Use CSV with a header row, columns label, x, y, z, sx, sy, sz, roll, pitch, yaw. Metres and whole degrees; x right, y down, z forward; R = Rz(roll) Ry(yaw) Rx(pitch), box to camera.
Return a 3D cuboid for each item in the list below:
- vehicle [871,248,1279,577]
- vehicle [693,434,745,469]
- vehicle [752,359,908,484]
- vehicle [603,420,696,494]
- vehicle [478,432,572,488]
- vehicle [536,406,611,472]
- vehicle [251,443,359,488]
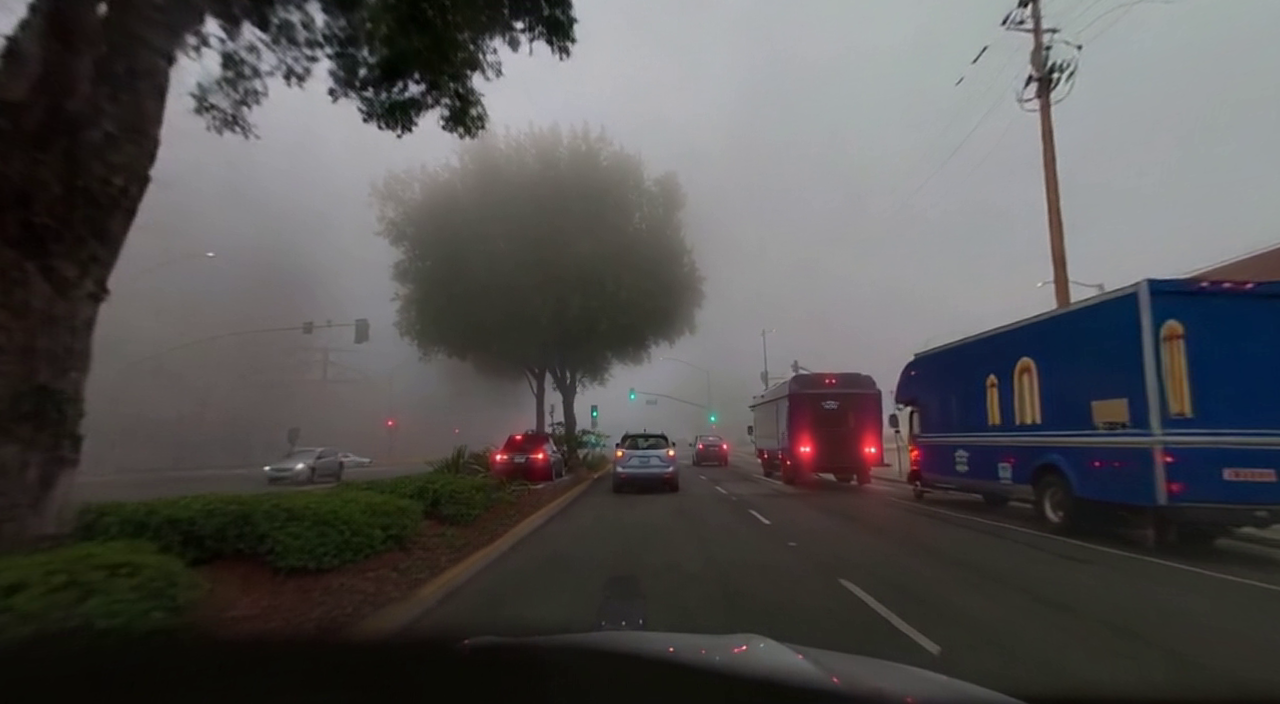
label,x,y,z,sx,sy,sz,roll,pitch,yaw
vehicle,6.737,1.114,10.371,2.891,3.361,7.843,-1,-8,0
vehicle,3.767,4.791,30.690,2.075,1.540,4.411,-1,-8,2
vehicle,6.937,2.954,25.208,2.816,3.804,10.315,-3,-9,0
vehicle,0.257,2.785,17.059,2.209,1.718,4.008,-1,-8,1
vehicle,-3.390,3.280,19.524,2.008,1.500,4.369,-1,-8,1
vehicle,-3.017,4.232,30.577,2.715,2.791,7.171,-1,-8,1
vehicle,-13.331,4.486,25.469,1.928,1.497,4.446,-1,-7,0
